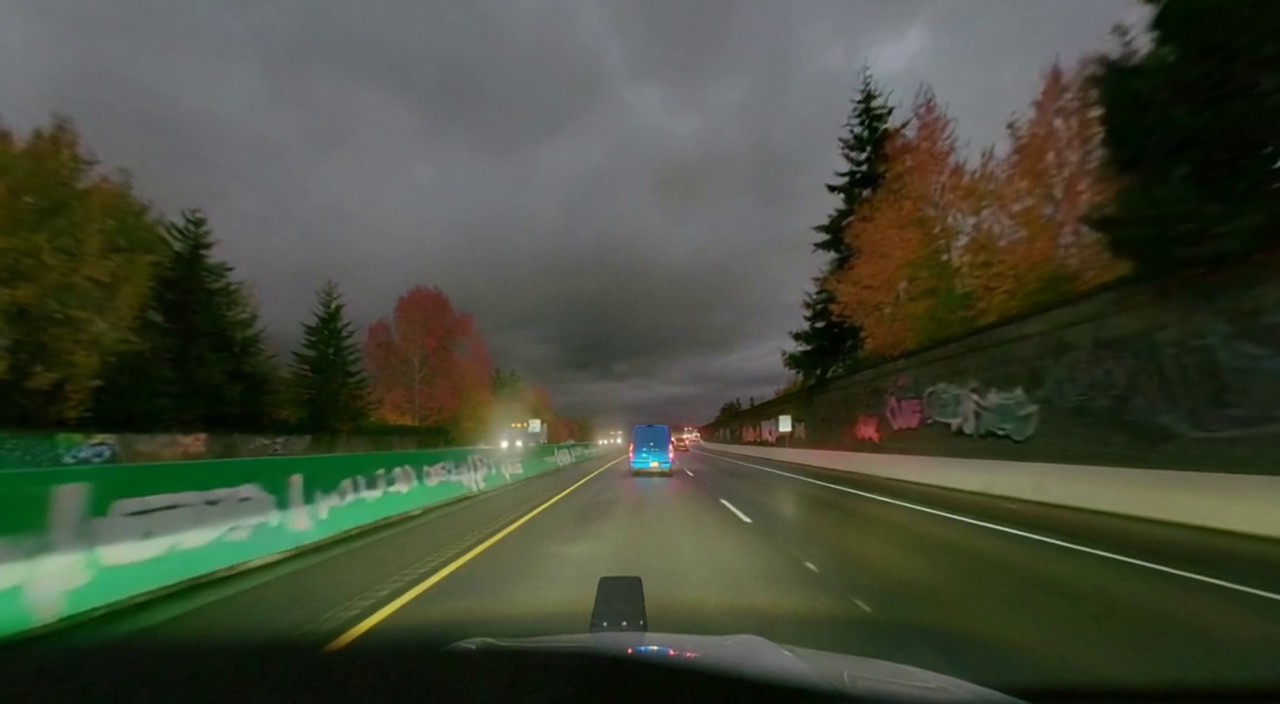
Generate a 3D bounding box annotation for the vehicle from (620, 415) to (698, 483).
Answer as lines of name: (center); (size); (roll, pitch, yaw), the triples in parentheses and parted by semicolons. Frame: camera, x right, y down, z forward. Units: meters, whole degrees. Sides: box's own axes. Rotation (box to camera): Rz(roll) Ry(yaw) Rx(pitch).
vehicle: (0.549, 3.170, 20.722); (2.283, 1.956, 4.421); (0, -8, 0)
